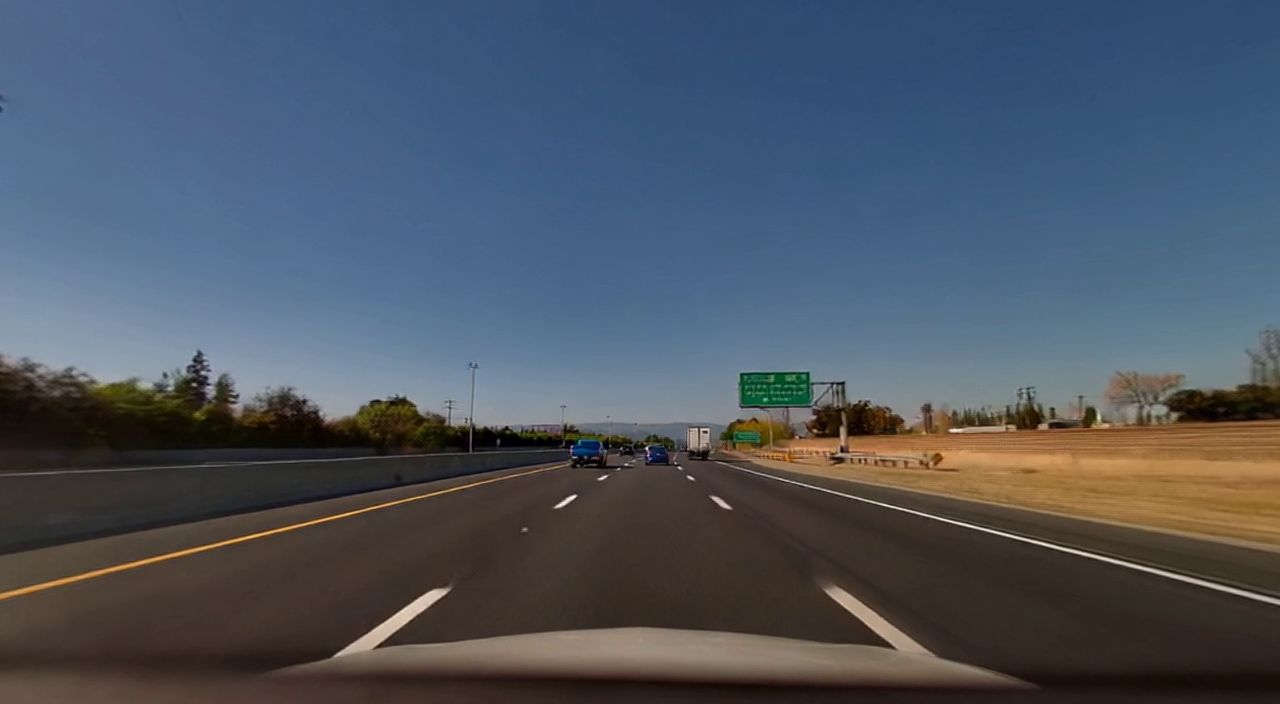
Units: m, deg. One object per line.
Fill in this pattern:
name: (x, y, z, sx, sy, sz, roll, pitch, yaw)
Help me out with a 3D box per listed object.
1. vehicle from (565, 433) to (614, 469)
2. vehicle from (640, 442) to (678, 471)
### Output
vehicle: (-2.832, 5.746, 36.591, 2.264, 1.901, 4.647, 0, -9, 3)
vehicle: (1.083, 5.963, 36.195, 2.086, 1.548, 4.325, 0, -9, 1)
